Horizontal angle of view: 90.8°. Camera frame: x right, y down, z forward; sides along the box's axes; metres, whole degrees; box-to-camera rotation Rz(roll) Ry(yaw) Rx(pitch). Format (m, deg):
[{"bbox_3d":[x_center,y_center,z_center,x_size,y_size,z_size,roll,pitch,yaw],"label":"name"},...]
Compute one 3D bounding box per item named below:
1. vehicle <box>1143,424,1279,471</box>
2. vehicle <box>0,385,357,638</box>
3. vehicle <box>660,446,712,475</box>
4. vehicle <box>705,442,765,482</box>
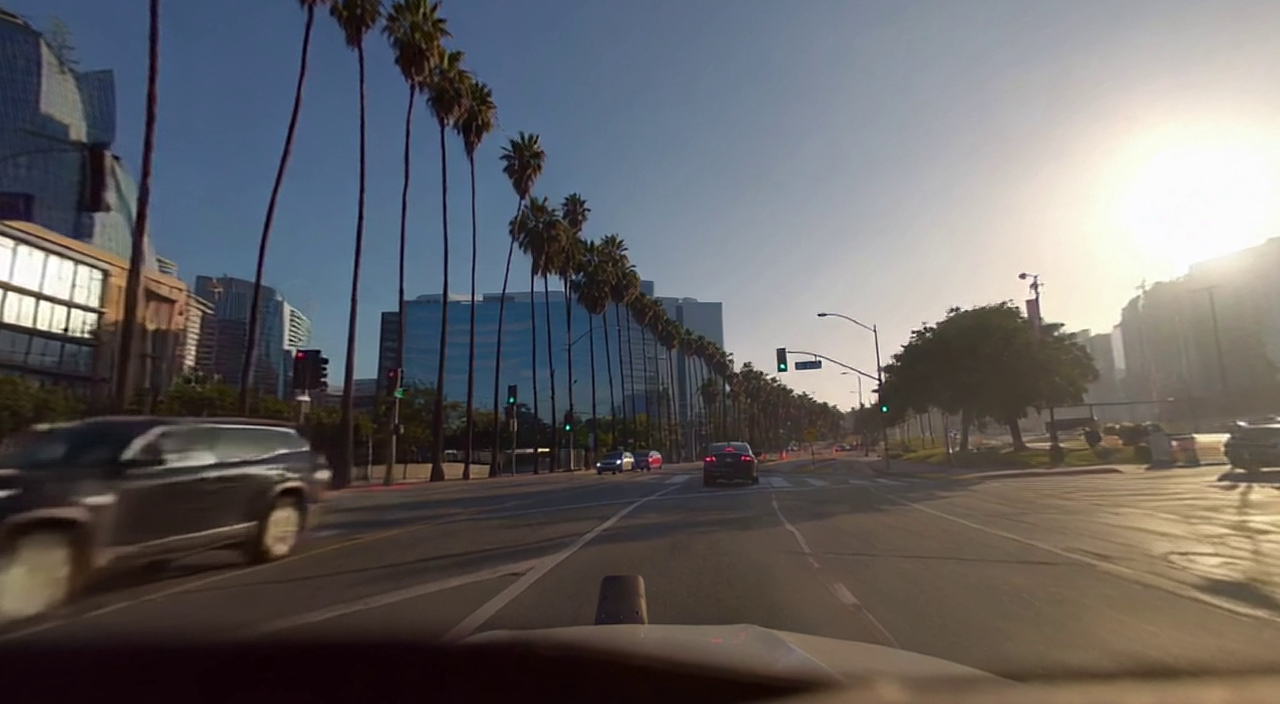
[{"bbox_3d":[24.633,4.039,26.853,5.049,1.861,2.081,2,-8,-10],"label":"vehicle"},{"bbox_3d":[-5.187,1.424,6.568,2.013,1.746,4.366,-1,-8,7],"label":"vehicle"},{"bbox_3d":[2.544,5.848,34.236,2.048,1.418,4.177,-2,-9,15],"label":"vehicle"},{"bbox_3d":[4.005,4.498,26.165,2.096,1.492,4.071,-2,-9,13],"label":"vehicle"}]
